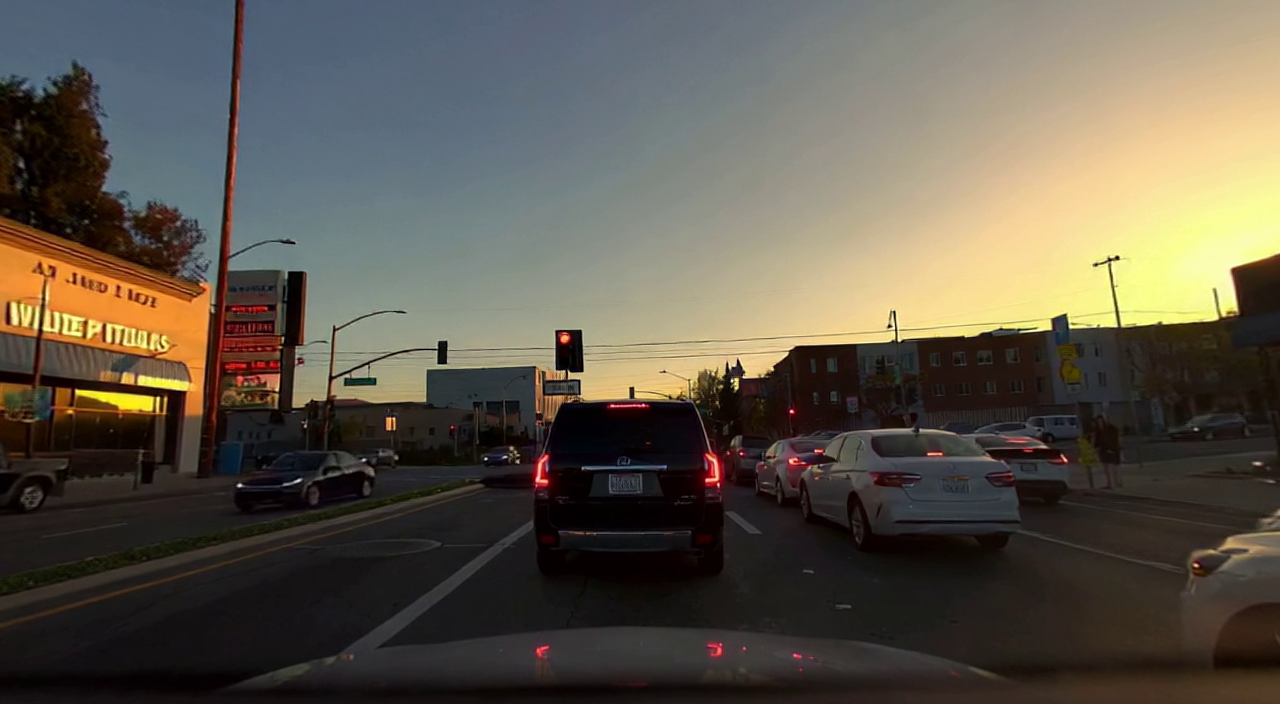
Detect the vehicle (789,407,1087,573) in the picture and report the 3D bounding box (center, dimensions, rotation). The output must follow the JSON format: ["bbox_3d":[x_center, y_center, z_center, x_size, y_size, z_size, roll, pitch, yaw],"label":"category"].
[{"bbox_3d":[3.620,1.756,8.787,2.036,1.719,4.318,0,-8,0],"label":"vehicle"}]

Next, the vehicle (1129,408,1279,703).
[{"bbox_3d":[3.370,0.728,0.806,1.884,1.484,4.609,0,-8,2],"label":"vehicle"}]

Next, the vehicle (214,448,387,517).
[{"bbox_3d":[-8.291,3.179,15.958,1.930,1.484,4.252,0,-8,2],"label":"vehicle"}]

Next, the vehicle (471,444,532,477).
[{"bbox_3d":[-7.800,6.150,35.972,2.095,1.730,4.607,-1,-8,4],"label":"vehicle"}]

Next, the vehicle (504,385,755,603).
[{"bbox_3d":[-0.009,1.537,7.669,2.154,1.861,4.280,0,-8,2],"label":"vehicle"}]
